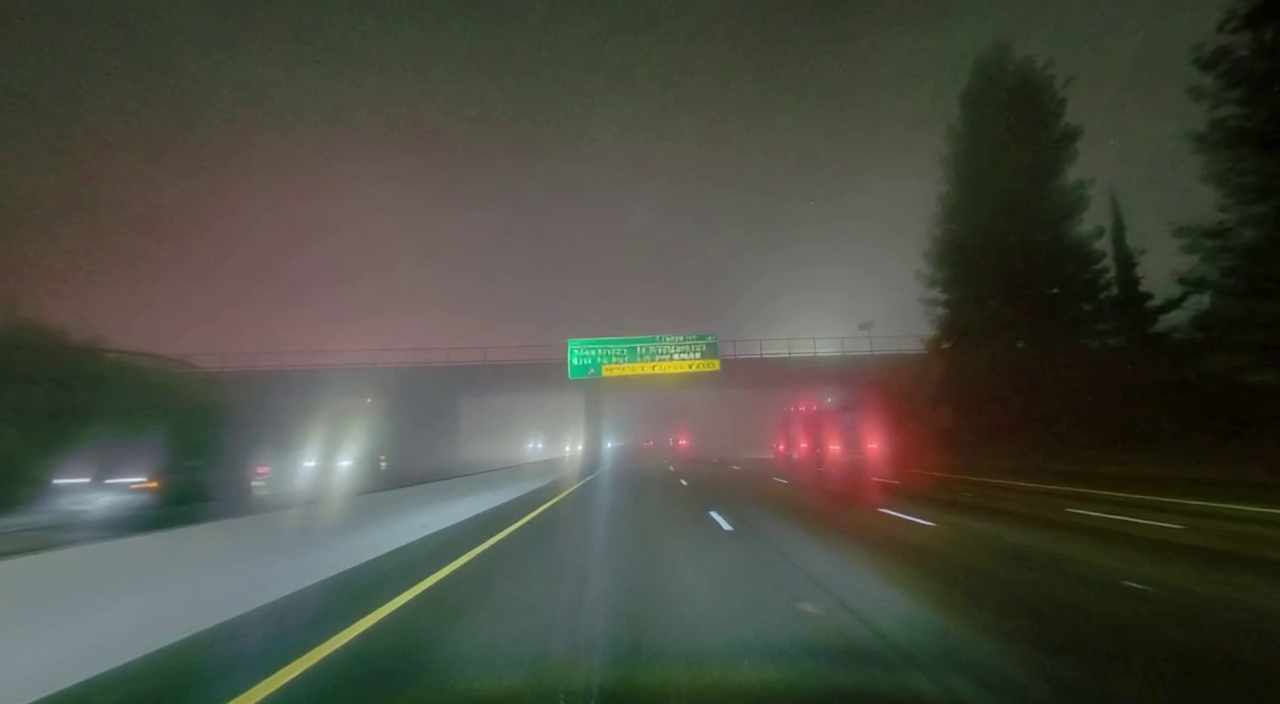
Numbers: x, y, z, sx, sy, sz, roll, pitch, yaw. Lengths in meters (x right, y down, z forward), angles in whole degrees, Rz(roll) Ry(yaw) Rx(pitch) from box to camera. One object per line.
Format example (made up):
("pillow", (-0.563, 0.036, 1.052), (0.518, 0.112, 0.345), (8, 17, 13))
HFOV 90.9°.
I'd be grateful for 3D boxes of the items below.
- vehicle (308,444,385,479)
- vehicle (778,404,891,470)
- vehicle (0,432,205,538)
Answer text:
("vehicle", (-13.990, 5.201, 30.317), (1.794, 1.548, 3.897), (0, -8, 0))
("vehicle", (10.850, 5.019, 36.763), (2.960, 3.207, 10.950), (0, -8, -1))
("vehicle", (-10.400, 2.319, 11.638), (1.810, 1.593, 3.998), (0, -8, 1))
